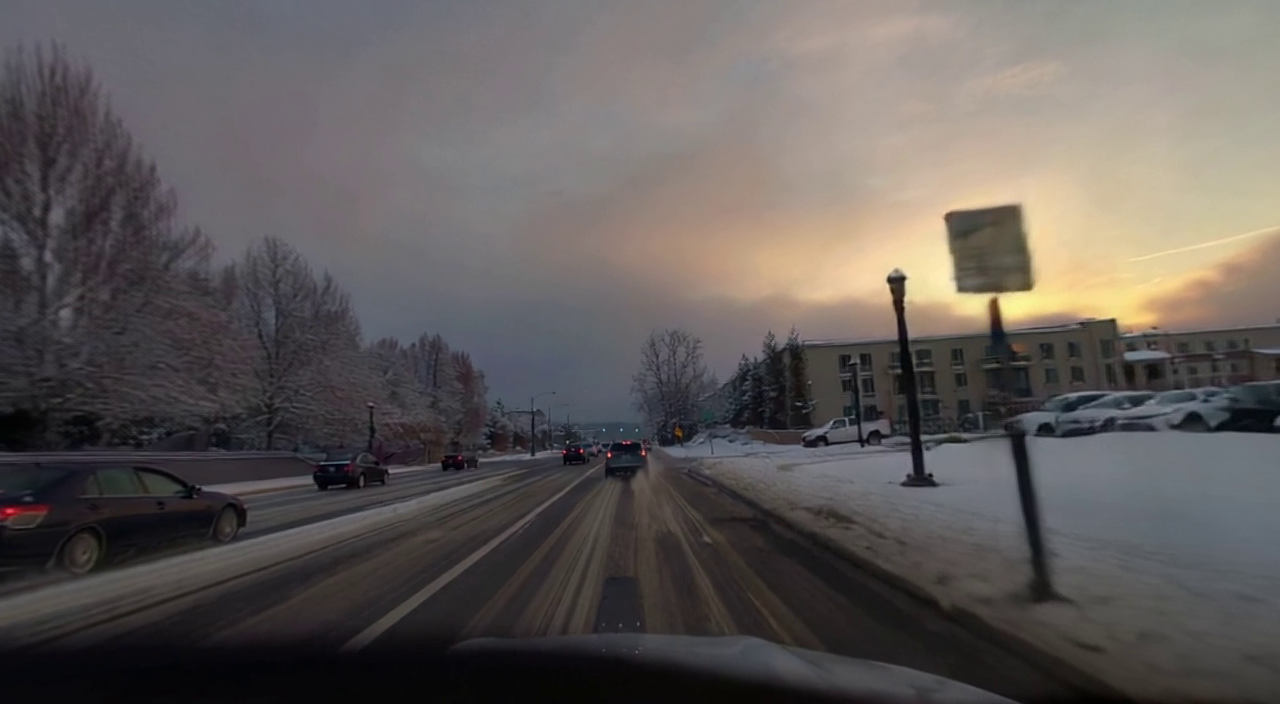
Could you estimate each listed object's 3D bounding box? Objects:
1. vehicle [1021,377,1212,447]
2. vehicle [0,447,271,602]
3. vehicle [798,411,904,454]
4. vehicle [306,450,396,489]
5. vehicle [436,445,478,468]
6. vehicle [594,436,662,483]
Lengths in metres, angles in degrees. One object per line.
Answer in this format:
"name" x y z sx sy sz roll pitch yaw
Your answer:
"vehicle" 15.844 2.184 21.535 2.395 2.028 5.135 0 -9 -1
"vehicle" -7.045 1.951 8.057 1.906 1.449 4.576 0 -8 0
"vehicle" 12.697 4.853 38.310 5.253 2.014 2.666 -5 -6 -4
"vehicle" -12.270 4.979 27.210 2.024 1.484 4.592 1 -9 -5
"vehicle" -14.272 8.182 49.527 2.064 1.686 4.380 0 -8 -1
"vehicle" -0.401 3.687 21.963 2.099 1.469 4.389 0 -8 -1
